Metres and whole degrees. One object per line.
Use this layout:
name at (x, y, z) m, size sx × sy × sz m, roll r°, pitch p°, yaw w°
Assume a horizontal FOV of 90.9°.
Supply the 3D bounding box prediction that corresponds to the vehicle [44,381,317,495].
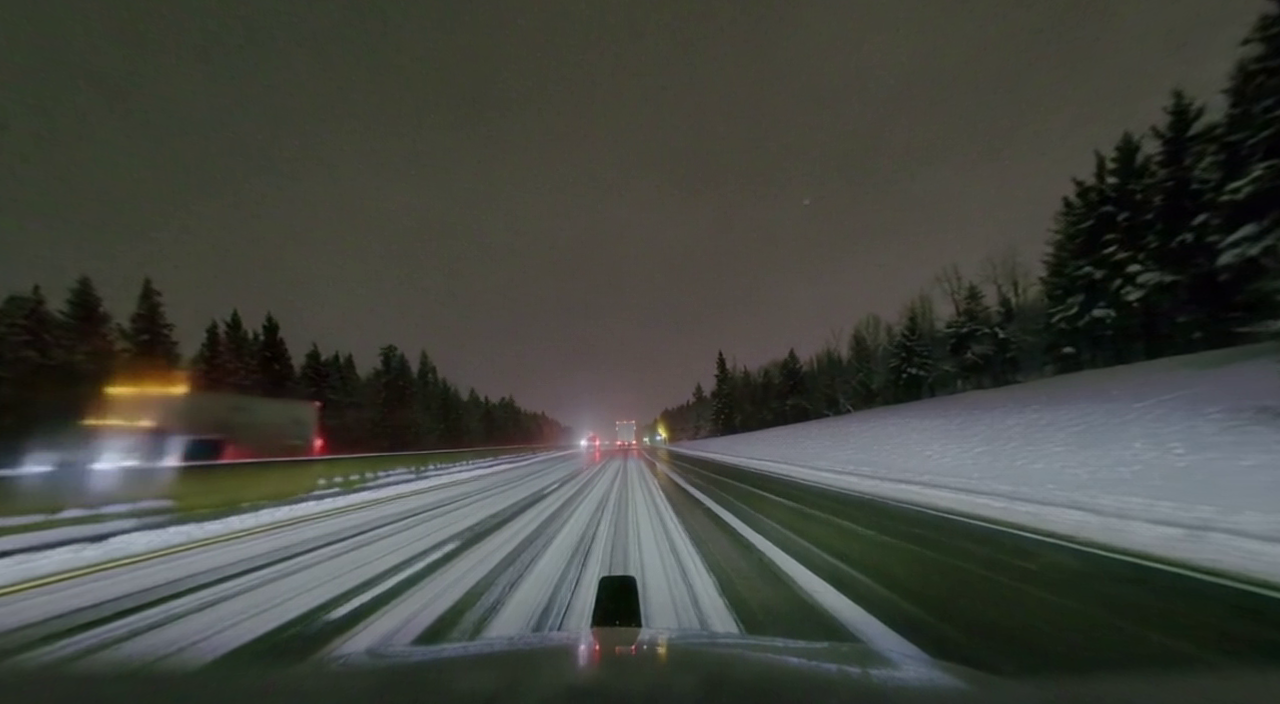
vehicle at (-17.275, 3.437, 25.320) m, size 2.988 × 3.577 × 10.665 m, roll 0°, pitch -8°, yaw -1°
